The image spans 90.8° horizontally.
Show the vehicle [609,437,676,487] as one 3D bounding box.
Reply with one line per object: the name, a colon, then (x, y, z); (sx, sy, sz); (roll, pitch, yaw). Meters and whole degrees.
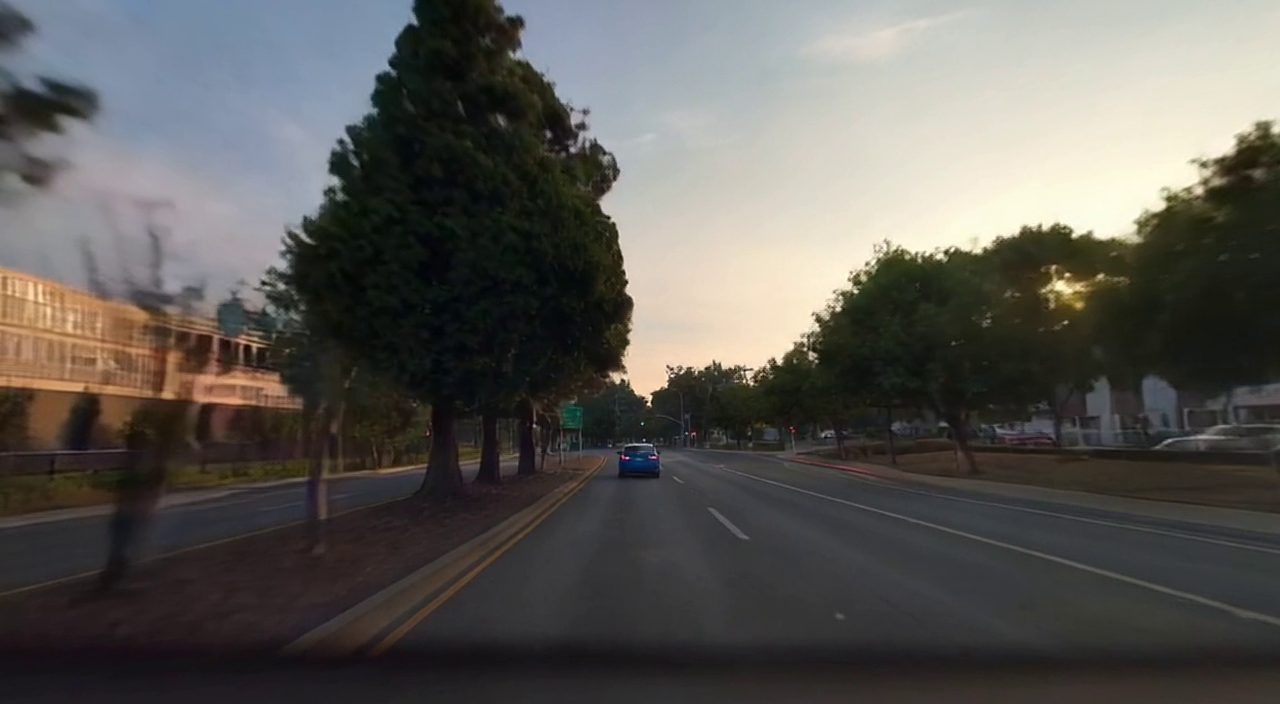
vehicle: (0.020, 3.699, 21.571); (2.042, 1.479, 4.601); (0, -8, -1)
